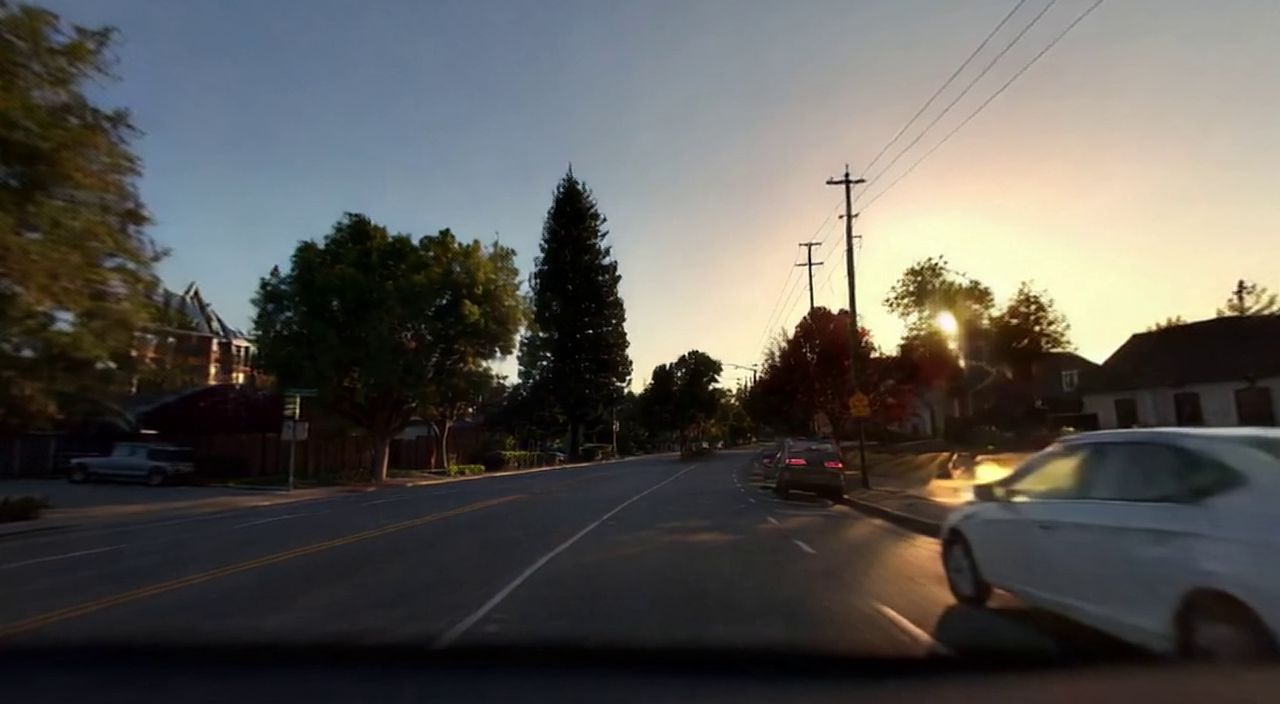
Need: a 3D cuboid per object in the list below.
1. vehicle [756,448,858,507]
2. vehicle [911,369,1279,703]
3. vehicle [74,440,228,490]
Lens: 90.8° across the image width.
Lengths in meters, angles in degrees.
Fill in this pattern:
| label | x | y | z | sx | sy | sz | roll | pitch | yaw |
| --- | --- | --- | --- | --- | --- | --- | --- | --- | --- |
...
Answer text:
| label | x | y | z | sx | sy | sz | roll | pitch | yaw |
| --- | --- | --- | --- | --- | --- | --- | --- | --- | --- |
| vehicle | 4.621 | 3.516 | 18.227 | 1.993 | 1.457 | 4.599 | -1 | -9 | 4 |
| vehicle | 3.808 | 1.216 | 4.352 | 1.989 | 1.782 | 4.351 | 0 | -9 | 1 |
| vehicle | -21.690 | 5.033 | 28.205 | 5.134 | 2.110 | 2.040 | 0 | -9 | 1 |
